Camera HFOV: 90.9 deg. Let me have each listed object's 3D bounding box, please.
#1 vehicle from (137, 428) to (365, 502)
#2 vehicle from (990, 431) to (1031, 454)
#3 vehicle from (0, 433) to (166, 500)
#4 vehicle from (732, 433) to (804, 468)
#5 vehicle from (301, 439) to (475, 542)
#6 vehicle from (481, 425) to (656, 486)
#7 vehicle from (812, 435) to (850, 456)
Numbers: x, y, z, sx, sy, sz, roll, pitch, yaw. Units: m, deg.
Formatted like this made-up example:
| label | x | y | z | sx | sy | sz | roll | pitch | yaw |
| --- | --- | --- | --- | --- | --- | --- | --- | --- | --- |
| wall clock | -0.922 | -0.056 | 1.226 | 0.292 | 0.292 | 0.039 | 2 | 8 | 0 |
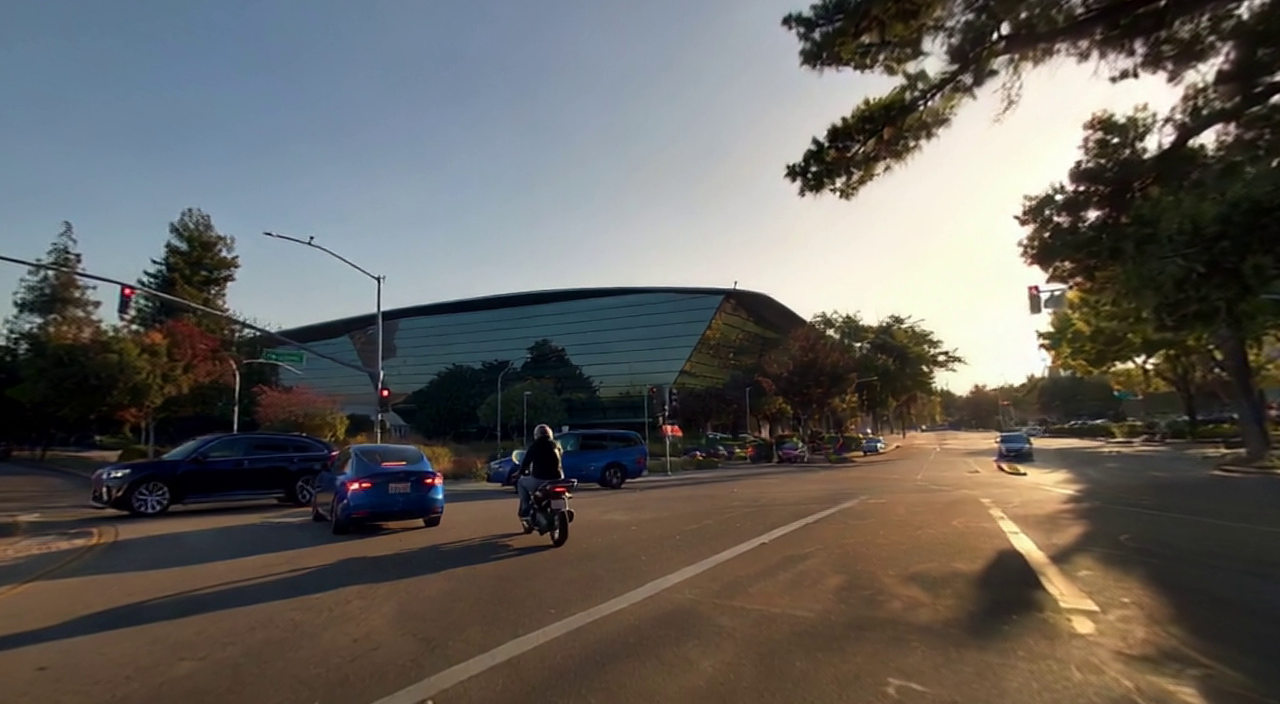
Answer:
| label | x | y | z | sx | sy | sz | roll | pitch | yaw |
| --- | --- | --- | --- | --- | --- | --- | --- | --- | --- |
| vehicle | -9.920 | 2.902 | 16.389 | 4.583 | 1.755 | 1.936 | 0 | -8 | -1 |
| vehicle | 26.083 | 6.375 | 44.502 | 1.872 | 1.467 | 4.385 | -4 | -9 | 24 |
| vehicle | -16.360 | 3.188 | 17.847 | 4.380 | 1.727 | 2.052 | -1 | -8 | 7 |
| vehicle | 6.754 | 5.101 | 32.940 | 2.084 | 1.656 | 4.583 | -5 | -9 | 32 |
| vehicle | -4.699 | 2.315 | 11.388 | 2.009 | 1.450 | 4.182 | 5 | -9 | -34 |
| vehicle | -2.519 | 3.673 | 22.865 | 5.833 | 1.960 | 2.341 | 4 | -9 | -30 |
| vehicle | 14.772 | 7.169 | 48.661 | 2.024 | 1.543 | 4.028 | -4 | -9 | 27 |
